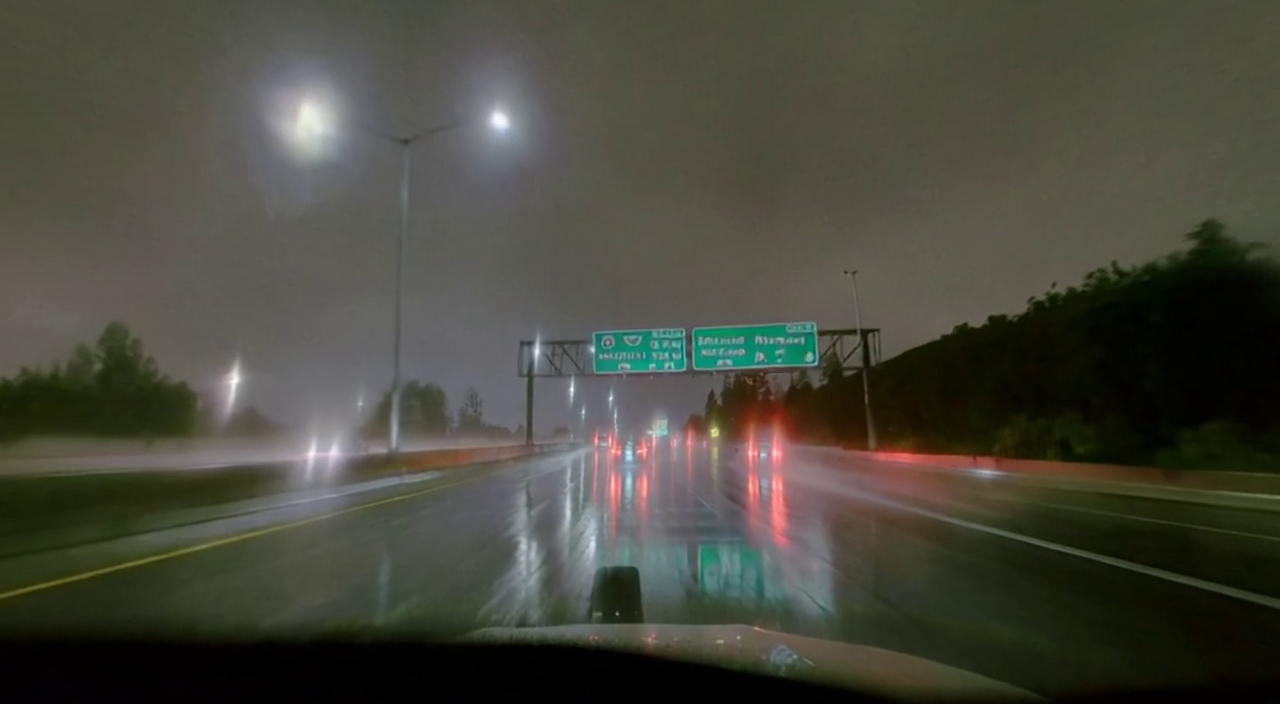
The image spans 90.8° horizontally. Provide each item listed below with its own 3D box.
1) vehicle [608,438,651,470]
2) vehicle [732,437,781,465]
[{"bbox_3d":[-0.512,5.024,31.173,1.985,1.457,4.227,0,-9,-1],"label":"vehicle"},{"bbox_3d":[6.687,5.752,36.774,1.935,1.478,4.433,0,-9,-1],"label":"vehicle"}]
